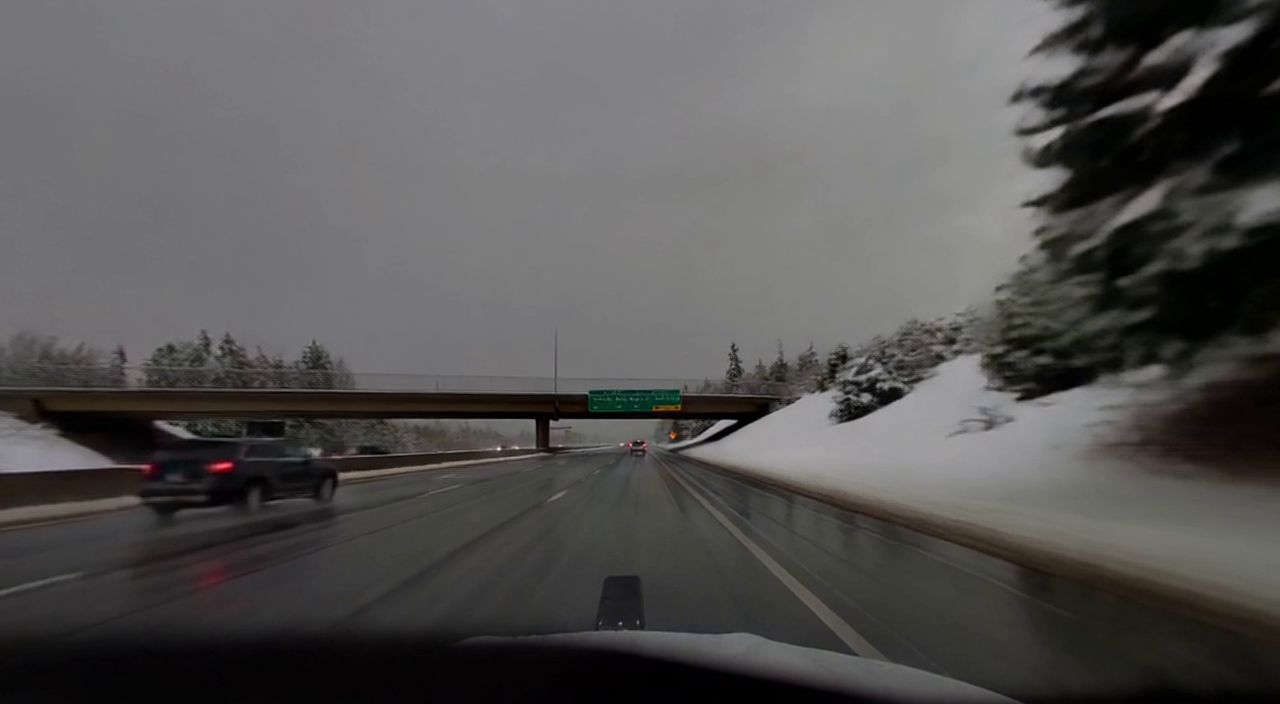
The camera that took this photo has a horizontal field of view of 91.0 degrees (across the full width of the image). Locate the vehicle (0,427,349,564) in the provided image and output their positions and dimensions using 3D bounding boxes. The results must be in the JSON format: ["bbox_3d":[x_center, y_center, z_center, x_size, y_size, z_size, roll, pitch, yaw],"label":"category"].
[{"bbox_3d":[-6.633,2.004,9.661,1.916,1.545,4.757,0,-8,2],"label":"vehicle"}]
